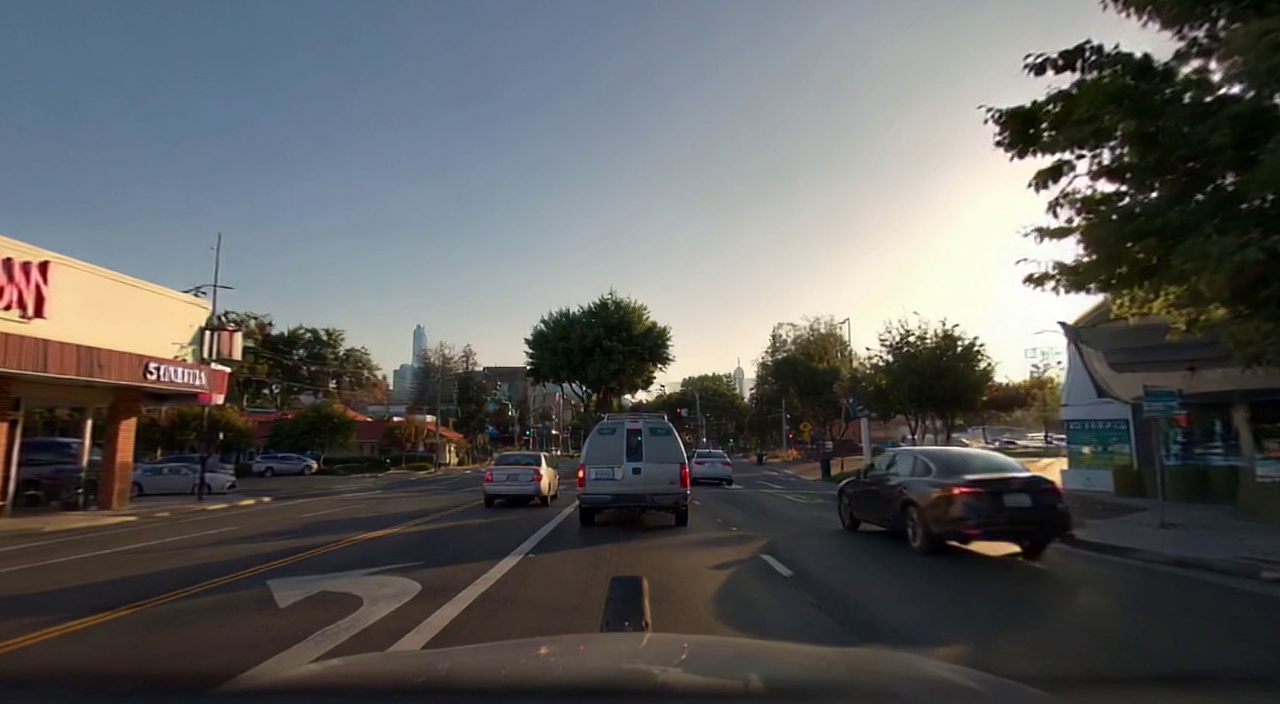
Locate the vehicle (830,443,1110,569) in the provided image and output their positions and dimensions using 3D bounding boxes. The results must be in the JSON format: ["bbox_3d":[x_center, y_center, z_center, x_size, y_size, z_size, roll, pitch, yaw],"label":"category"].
[{"bbox_3d":[4.886,2.297,10.407,1.994,1.545,4.919,0,-8,1],"label":"vehicle"}]

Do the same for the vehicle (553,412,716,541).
[{"bbox_3d":[-0.103,2.413,12.932,2.638,2.065,5.313,0,-8,0],"label":"vehicle"}]

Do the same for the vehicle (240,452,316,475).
[{"bbox_3d":[-27.254,8.390,47.537,4.458,1.608,2.051,0,-8,2],"label":"vehicle"}]

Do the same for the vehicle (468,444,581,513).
[{"bbox_3d":[-2.858,3.235,16.722,1.975,1.570,4.456,-1,-8,3],"label":"vehicle"}]

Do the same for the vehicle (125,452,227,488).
[{"bbox_3d":[-26.261,6.670,35.969,2.123,1.820,5.136,0,-8,-4],"label":"vehicle"}]

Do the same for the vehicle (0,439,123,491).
[{"bbox_3d":[-24.146,4.398,24.842,2.131,1.887,6.053,-1,-8,3],"label":"vehicle"}]
